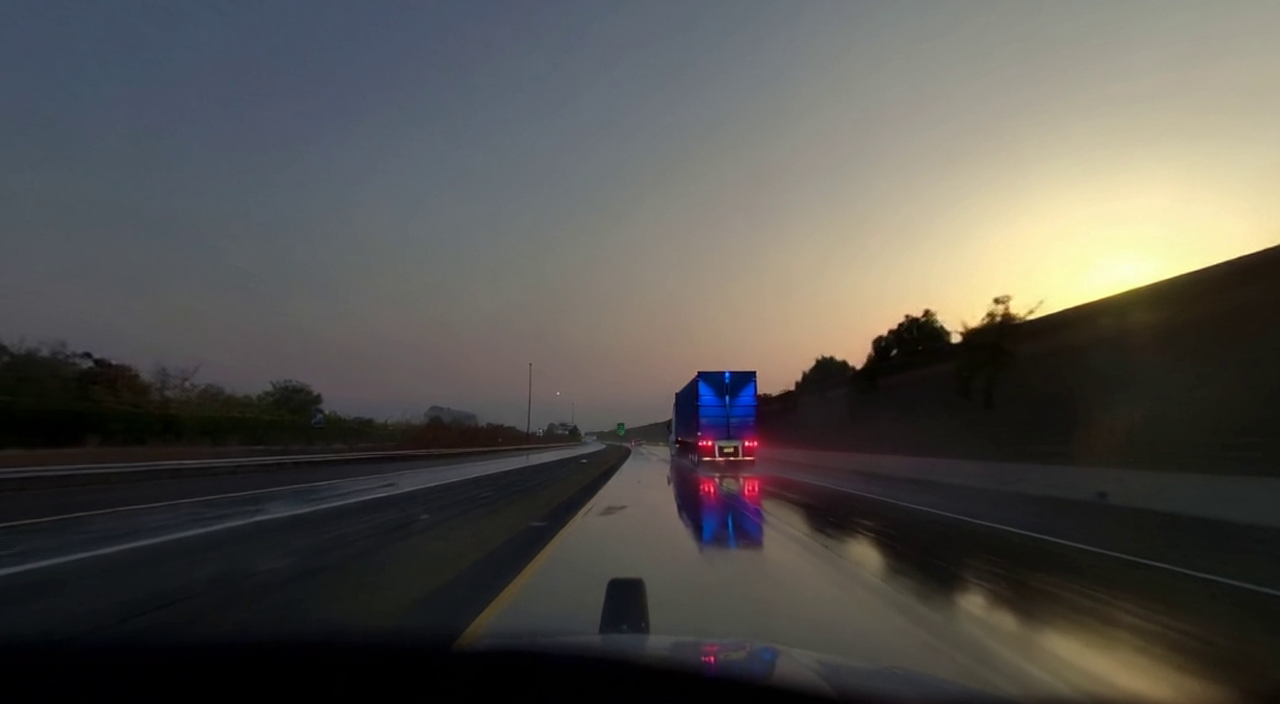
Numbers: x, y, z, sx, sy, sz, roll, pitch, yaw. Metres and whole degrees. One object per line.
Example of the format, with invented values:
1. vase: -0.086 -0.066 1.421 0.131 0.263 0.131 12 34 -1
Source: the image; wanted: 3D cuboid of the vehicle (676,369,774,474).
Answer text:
1. vehicle: 4.068 3.981 34.295 3.615 4.578 13.539 0 -8 1
